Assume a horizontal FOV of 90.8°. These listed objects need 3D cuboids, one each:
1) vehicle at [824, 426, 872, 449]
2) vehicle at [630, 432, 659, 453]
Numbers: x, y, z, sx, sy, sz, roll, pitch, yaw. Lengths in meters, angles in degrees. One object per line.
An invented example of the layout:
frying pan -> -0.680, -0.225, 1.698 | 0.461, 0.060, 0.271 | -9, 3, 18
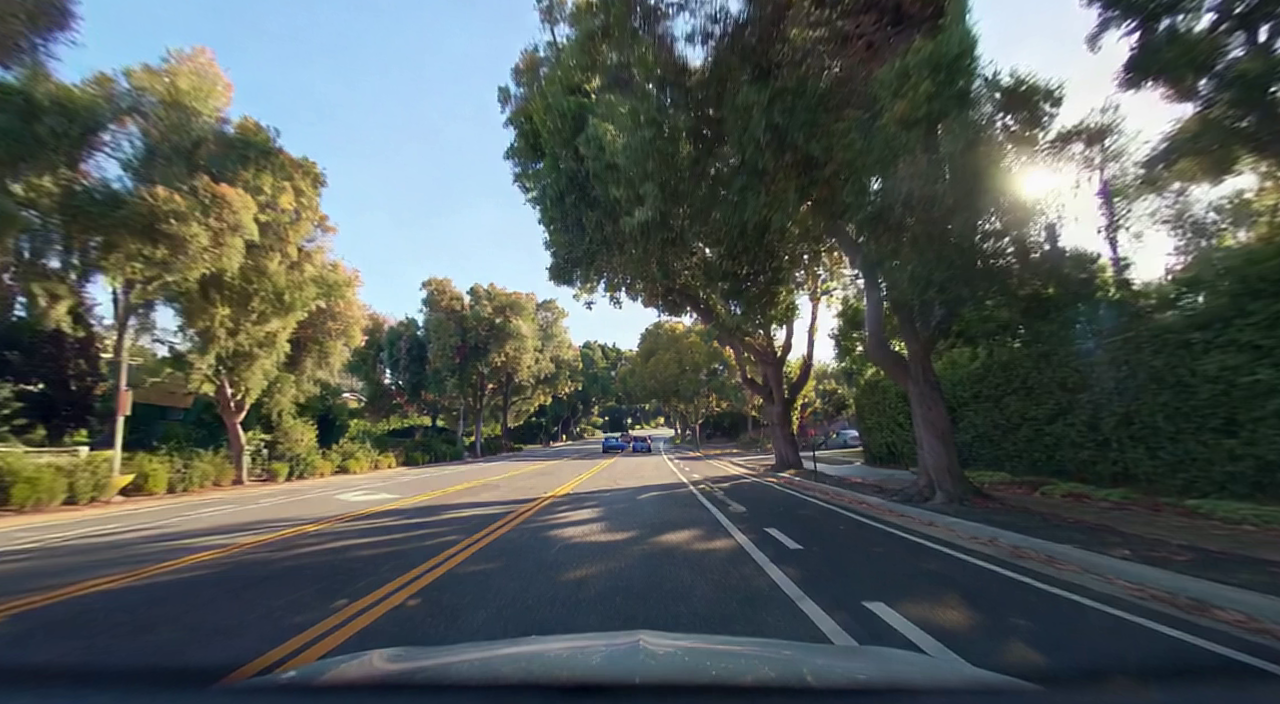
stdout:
vehicle -> 14.021, 5.757, 42.793 | 1.762, 1.479, 4.546 | 0, -7, 1
vehicle -> 0.363, 6.873, 47.913 | 2.067, 1.486, 3.861 | 0, -9, 1
